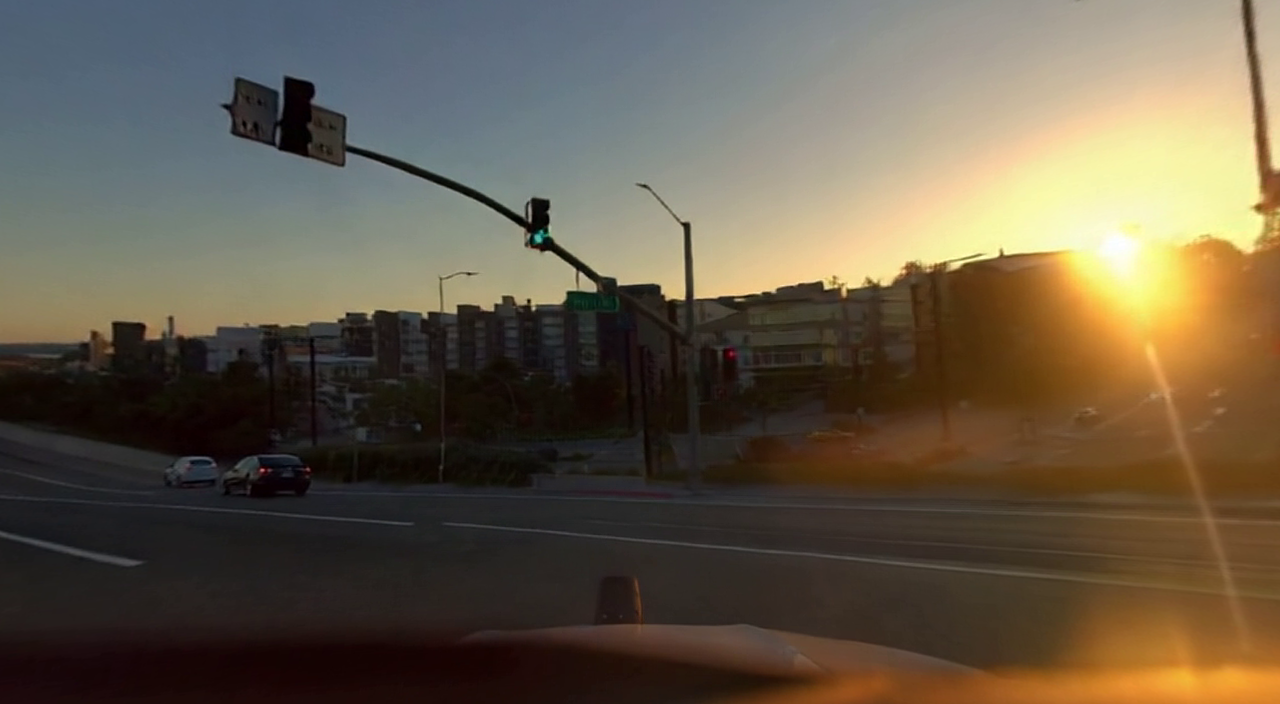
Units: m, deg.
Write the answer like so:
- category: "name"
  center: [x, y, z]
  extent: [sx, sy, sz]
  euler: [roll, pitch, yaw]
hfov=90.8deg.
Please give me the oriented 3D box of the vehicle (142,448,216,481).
- category: "vehicle"
  center: [-24.743, 5.976, 33.885]
  extent: [3.852, 1.605, 2.007]
  euler: [-6, -9, 35]

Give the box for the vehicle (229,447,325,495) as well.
- category: "vehicle"
  center: [-13.565, 4.358, 23.519]
  extent: [3.874, 1.516, 2.048]
  euler: [-8, -10, 44]
